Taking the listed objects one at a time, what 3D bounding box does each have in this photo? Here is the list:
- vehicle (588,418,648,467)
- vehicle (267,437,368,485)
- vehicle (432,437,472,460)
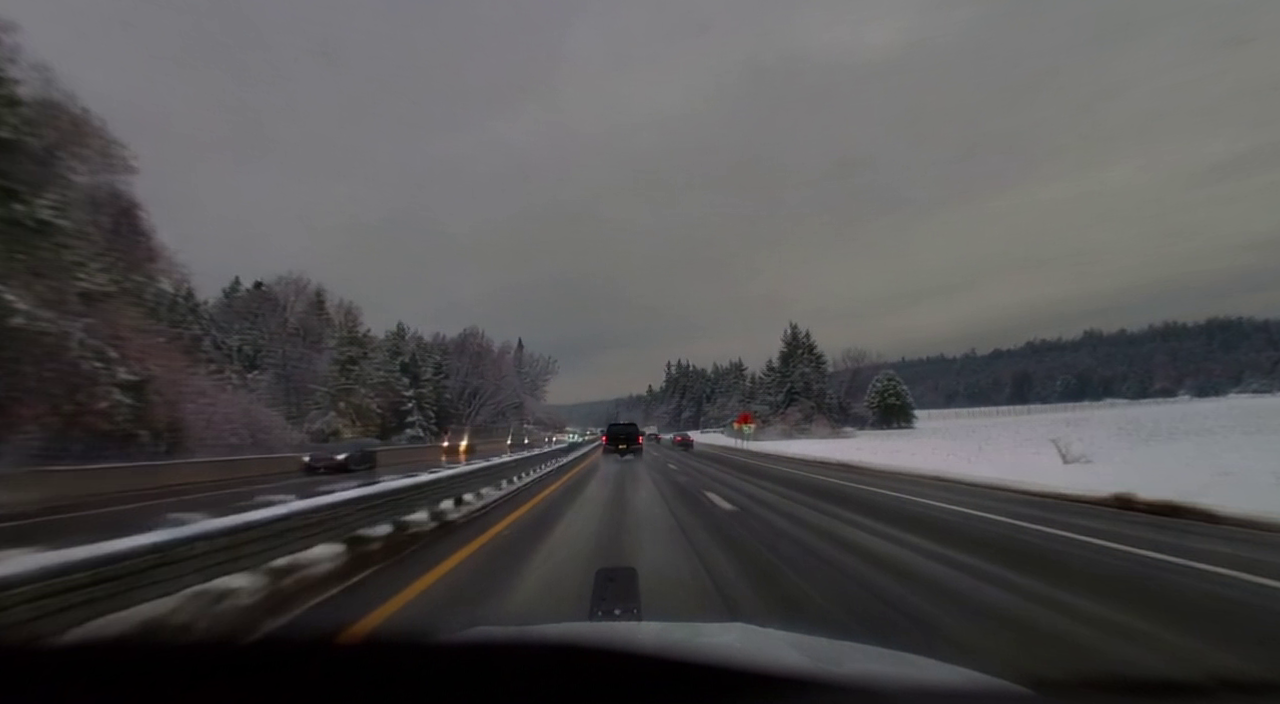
[{"bbox_3d":[-0.985,4.134,28.996,2.503,2.044,4.633,0,-8,-1],"label":"vehicle"},{"bbox_3d":[-12.358,4.151,24.454,1.940,1.665,3.934,0,-8,-2],"label":"vehicle"},{"bbox_3d":[-14.489,7.447,48.764,1.878,1.649,3.987,0,-8,0],"label":"vehicle"}]
